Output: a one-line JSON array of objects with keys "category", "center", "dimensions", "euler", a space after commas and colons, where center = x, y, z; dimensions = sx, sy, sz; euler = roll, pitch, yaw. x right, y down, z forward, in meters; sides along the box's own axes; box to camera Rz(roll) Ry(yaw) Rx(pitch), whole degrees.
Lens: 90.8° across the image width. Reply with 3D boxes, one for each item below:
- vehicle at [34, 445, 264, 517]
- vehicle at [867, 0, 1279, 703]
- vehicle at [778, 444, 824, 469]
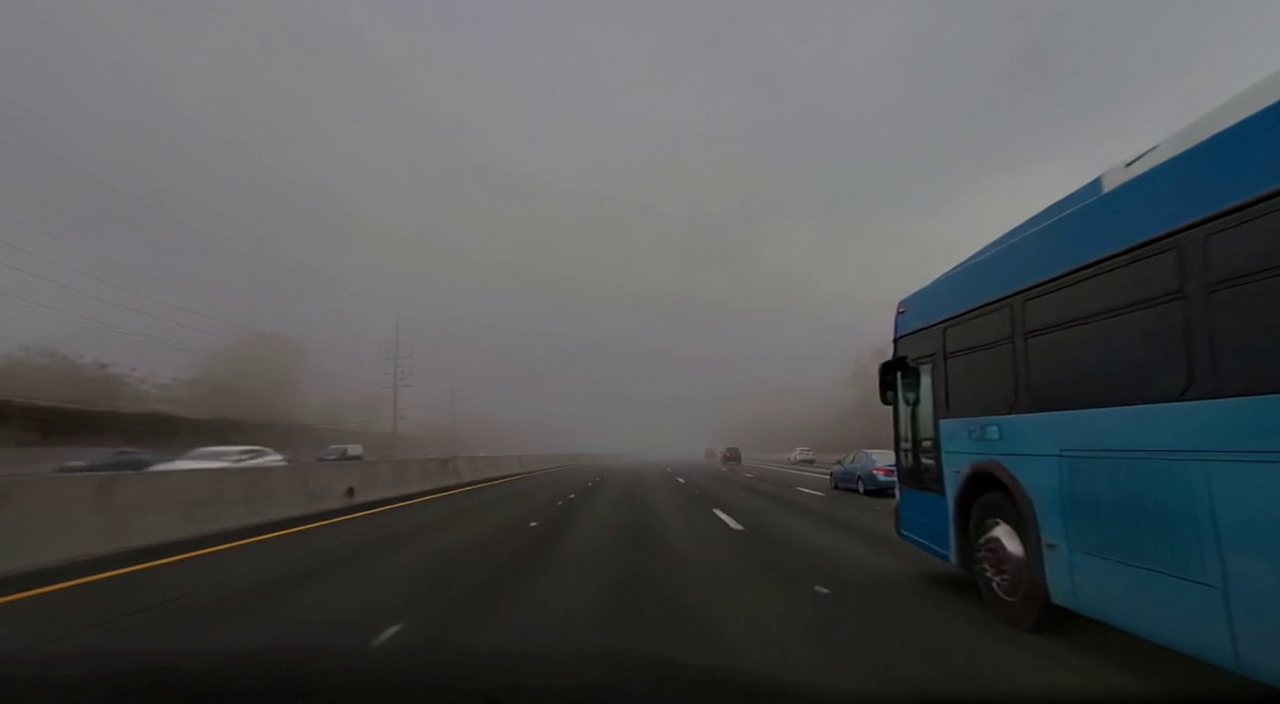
[{"category": "vehicle", "center": [-11.162, 2.921, 14.889], "dimensions": [1.858, 1.437, 4.376], "euler": [0, -9, 1]}, {"category": "vehicle", "center": [4.426, -0.340, 0.541], "dimensions": [3.144, 3.580, 14.591], "euler": [0, -9, 0]}, {"category": "vehicle", "center": [11.568, 7.529, 45.789], "dimensions": [2.151, 1.734, 4.519], "euler": [0, -9, 1]}]
